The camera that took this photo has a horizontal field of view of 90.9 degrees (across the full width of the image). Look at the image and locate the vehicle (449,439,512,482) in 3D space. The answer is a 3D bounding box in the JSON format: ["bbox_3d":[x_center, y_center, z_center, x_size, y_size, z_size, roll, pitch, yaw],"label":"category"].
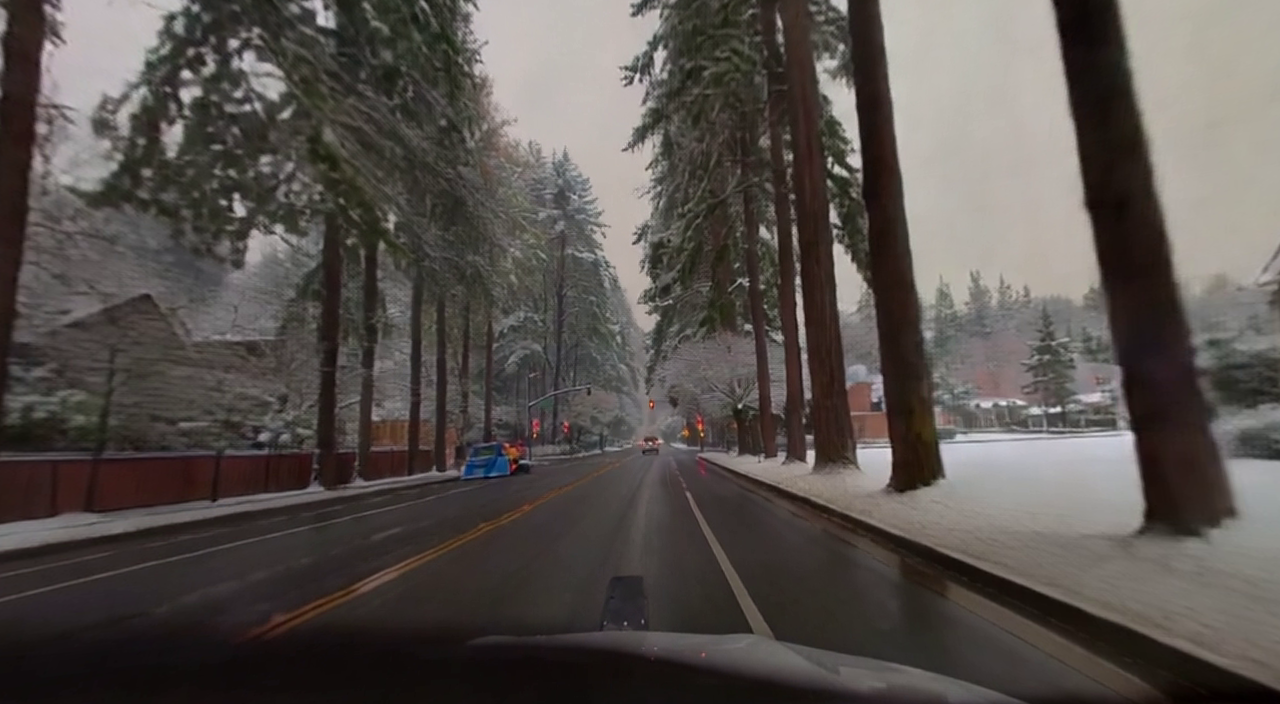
[{"bbox_3d":[-8.278,5.639,33.126,1.998,1.814,4.559,-4,-6,1],"label":"vehicle"}]
